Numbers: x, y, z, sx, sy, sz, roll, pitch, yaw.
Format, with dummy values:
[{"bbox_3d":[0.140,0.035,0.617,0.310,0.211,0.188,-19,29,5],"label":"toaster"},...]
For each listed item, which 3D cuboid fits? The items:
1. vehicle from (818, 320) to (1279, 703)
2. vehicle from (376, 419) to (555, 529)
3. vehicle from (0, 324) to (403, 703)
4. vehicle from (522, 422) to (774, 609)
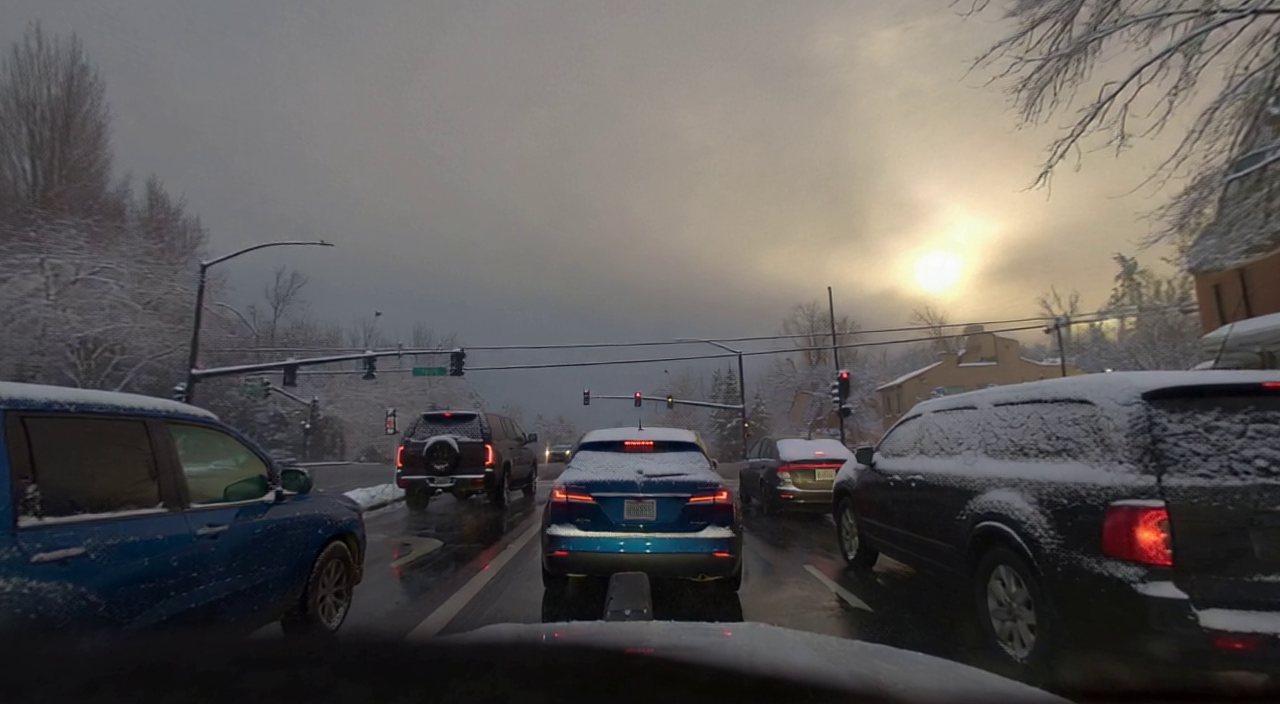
[{"bbox_3d":[3.223,1.123,4.887,2.141,1.833,4.704,0,-8,-2],"label":"vehicle"},{"bbox_3d":[-3.167,2.331,12.661,2.117,1.772,4.619,0,-8,2],"label":"vehicle"},{"bbox_3d":[-3.106,0.960,3.325,1.982,1.721,4.261,0,-8,1],"label":"vehicle"},{"bbox_3d":[0.037,1.611,7.117,2.021,1.490,3.948,0,-8,-1],"label":"vehicle"}]
